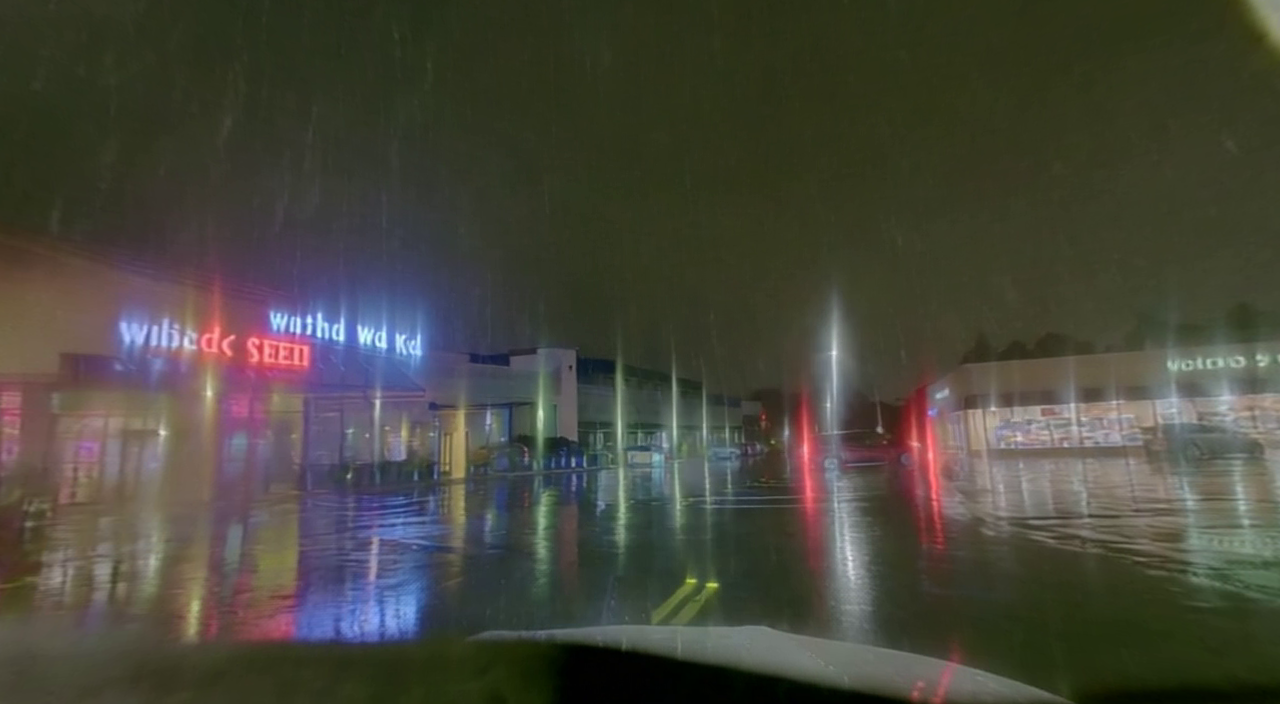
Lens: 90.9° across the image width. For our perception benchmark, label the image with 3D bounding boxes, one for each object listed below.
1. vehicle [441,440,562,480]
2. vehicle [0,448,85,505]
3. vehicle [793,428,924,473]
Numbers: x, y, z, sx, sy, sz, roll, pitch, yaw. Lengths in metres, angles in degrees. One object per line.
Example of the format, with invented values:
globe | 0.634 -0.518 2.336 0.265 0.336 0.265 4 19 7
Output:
vehicle | -6.028 4.706 27.598 4.814 1.618 1.869 -2 -9 15
vehicle | -23.938 4.803 24.714 4.748 2.013 2.150 -7 -11 36
vehicle | 8.925 4.034 25.834 4.706 1.663 1.993 -5 -10 29
